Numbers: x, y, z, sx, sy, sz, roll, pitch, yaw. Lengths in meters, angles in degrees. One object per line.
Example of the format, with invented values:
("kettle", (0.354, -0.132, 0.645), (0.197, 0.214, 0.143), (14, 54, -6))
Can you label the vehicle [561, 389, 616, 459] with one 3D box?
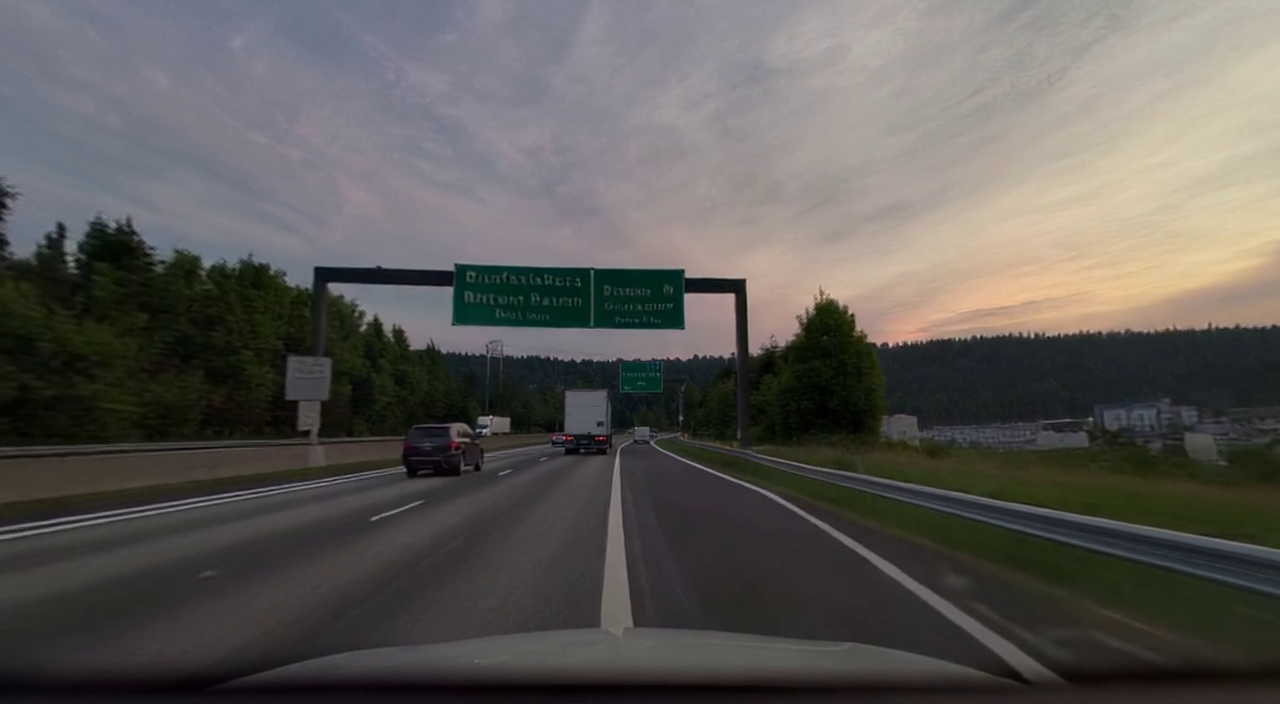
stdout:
("vehicle", (-2.979, 4.475, 38.572), (2.855, 3.741, 8.587), (1, -8, -2))

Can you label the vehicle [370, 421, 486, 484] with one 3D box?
("vehicle", (-6.130, 2.958, 18.854), (2.068, 1.647, 4.321), (0, -8, -2))
